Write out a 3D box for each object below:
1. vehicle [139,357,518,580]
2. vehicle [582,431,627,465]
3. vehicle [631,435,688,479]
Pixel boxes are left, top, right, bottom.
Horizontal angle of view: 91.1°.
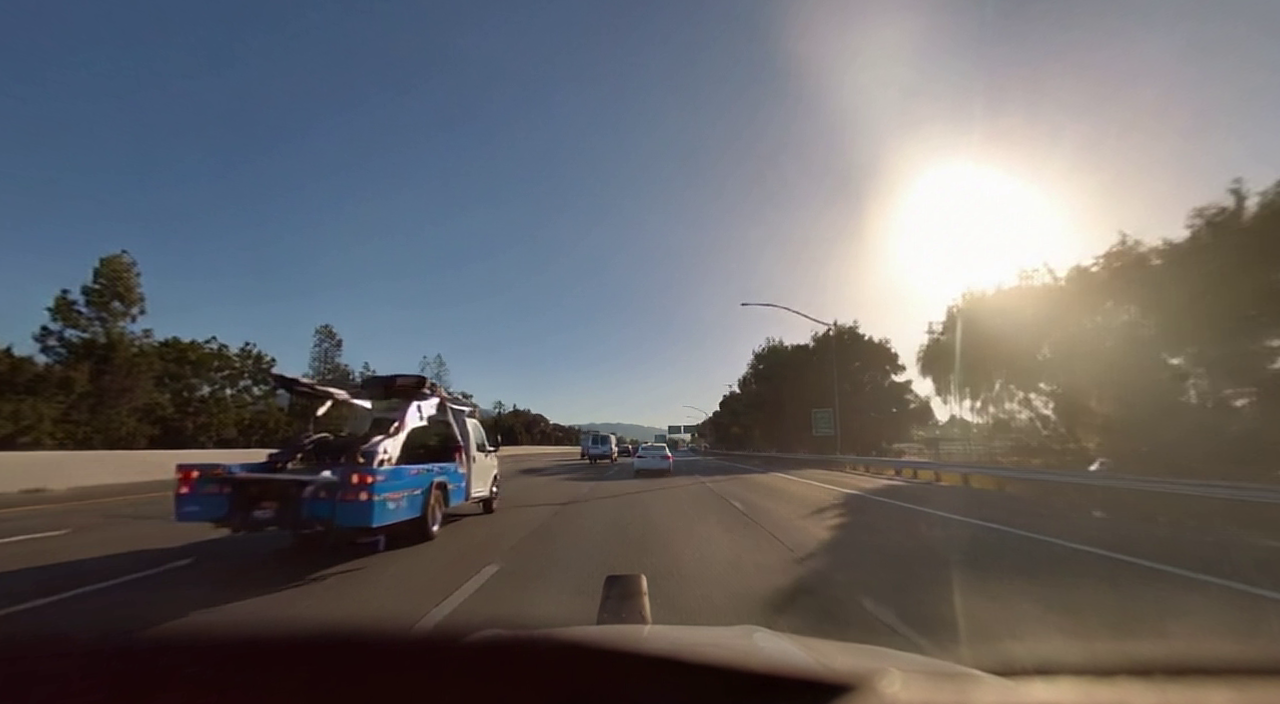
[{"bbox_3d":[-3.451,1.478,8.690,2.292,2.070,5.532,0,-8,1],"label":"vehicle"},{"bbox_3d":[-2.330,6.543,43.060,2.526,2.146,5.594,0,-8,2],"label":"vehicle"},{"bbox_3d":[0.777,4.359,26.369,2.165,1.653,4.456,0,-8,1],"label":"vehicle"}]
